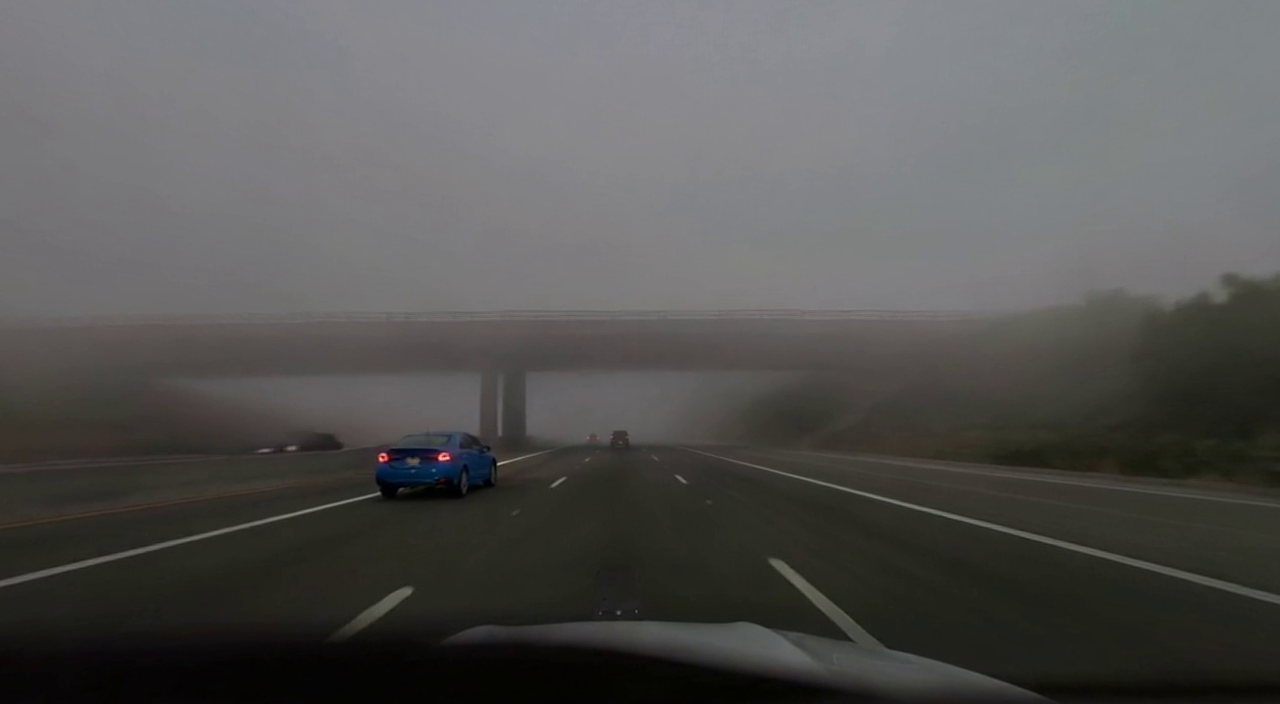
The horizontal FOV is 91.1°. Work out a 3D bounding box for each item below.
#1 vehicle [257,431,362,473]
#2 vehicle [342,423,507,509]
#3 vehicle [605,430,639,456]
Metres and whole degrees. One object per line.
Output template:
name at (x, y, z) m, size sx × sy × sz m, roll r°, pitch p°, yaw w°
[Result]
vehicle at (-13.699, 4.154, 26.446) m, size 1.960 × 1.580 × 4.527 m, roll 0°, pitch -8°, yaw 0°
vehicle at (-4.369, 2.367, 13.644) m, size 2.017 × 1.537 × 4.496 m, roll 0°, pitch -8°, yaw 0°
vehicle at (-1.155, 5.938, 41.287) m, size 2.116 × 1.625 × 4.004 m, roll 0°, pitch -8°, yaw 0°
